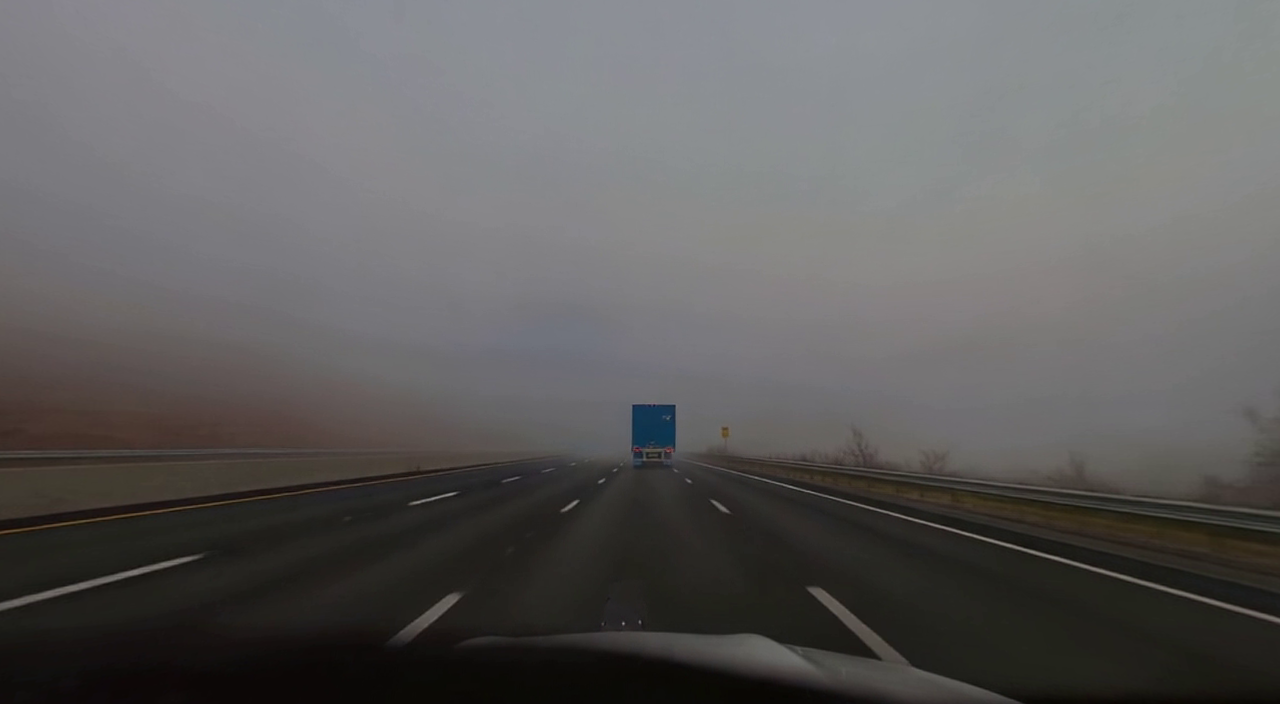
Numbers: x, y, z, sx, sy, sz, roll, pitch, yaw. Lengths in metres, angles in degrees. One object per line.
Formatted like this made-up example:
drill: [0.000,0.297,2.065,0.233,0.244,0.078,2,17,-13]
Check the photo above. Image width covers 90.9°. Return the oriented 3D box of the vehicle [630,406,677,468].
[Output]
vehicle: [0.823,6.432,46.908,3.055,4.009,10.972,0,-9,-1]
